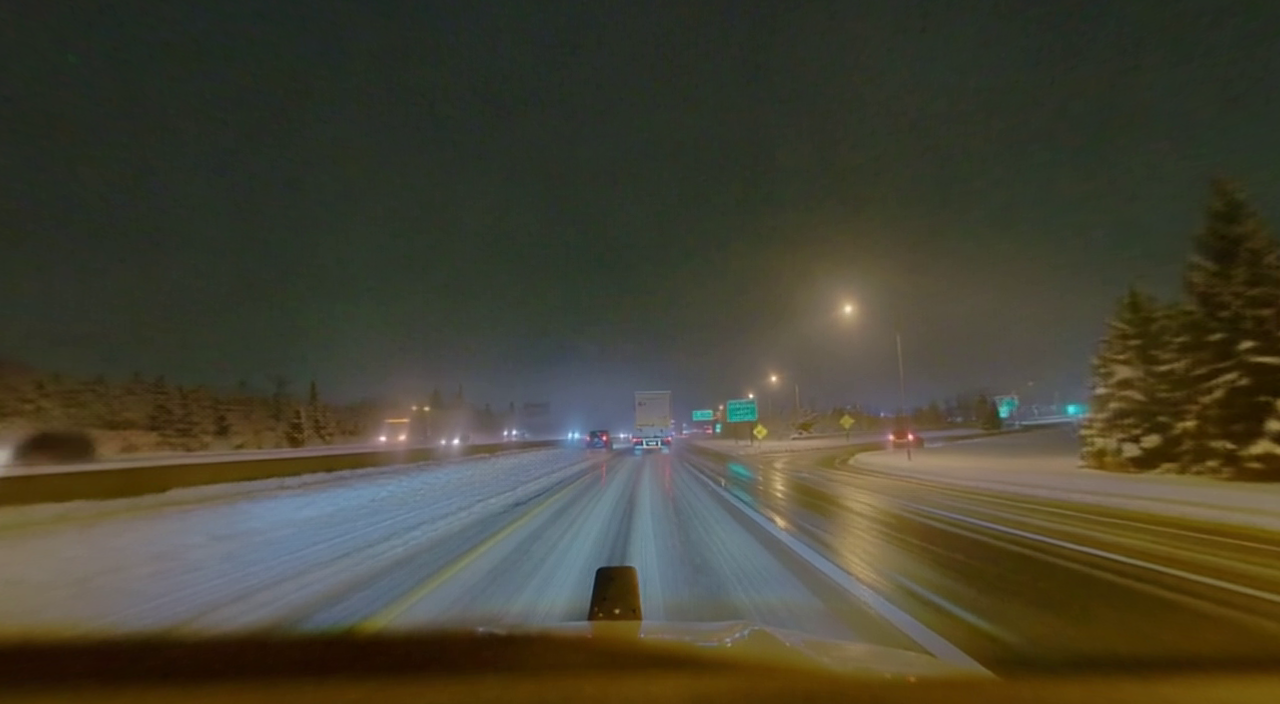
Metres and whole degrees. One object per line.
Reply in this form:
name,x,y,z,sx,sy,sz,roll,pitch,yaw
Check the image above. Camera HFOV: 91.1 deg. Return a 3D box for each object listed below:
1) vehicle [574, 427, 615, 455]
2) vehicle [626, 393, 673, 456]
vehicle,-2.962,5.941,42.150,2.119,1.787,4.655,0,-8,3
vehicle,0.819,5.350,45.769,3.024,4.019,10.605,0,-8,2
